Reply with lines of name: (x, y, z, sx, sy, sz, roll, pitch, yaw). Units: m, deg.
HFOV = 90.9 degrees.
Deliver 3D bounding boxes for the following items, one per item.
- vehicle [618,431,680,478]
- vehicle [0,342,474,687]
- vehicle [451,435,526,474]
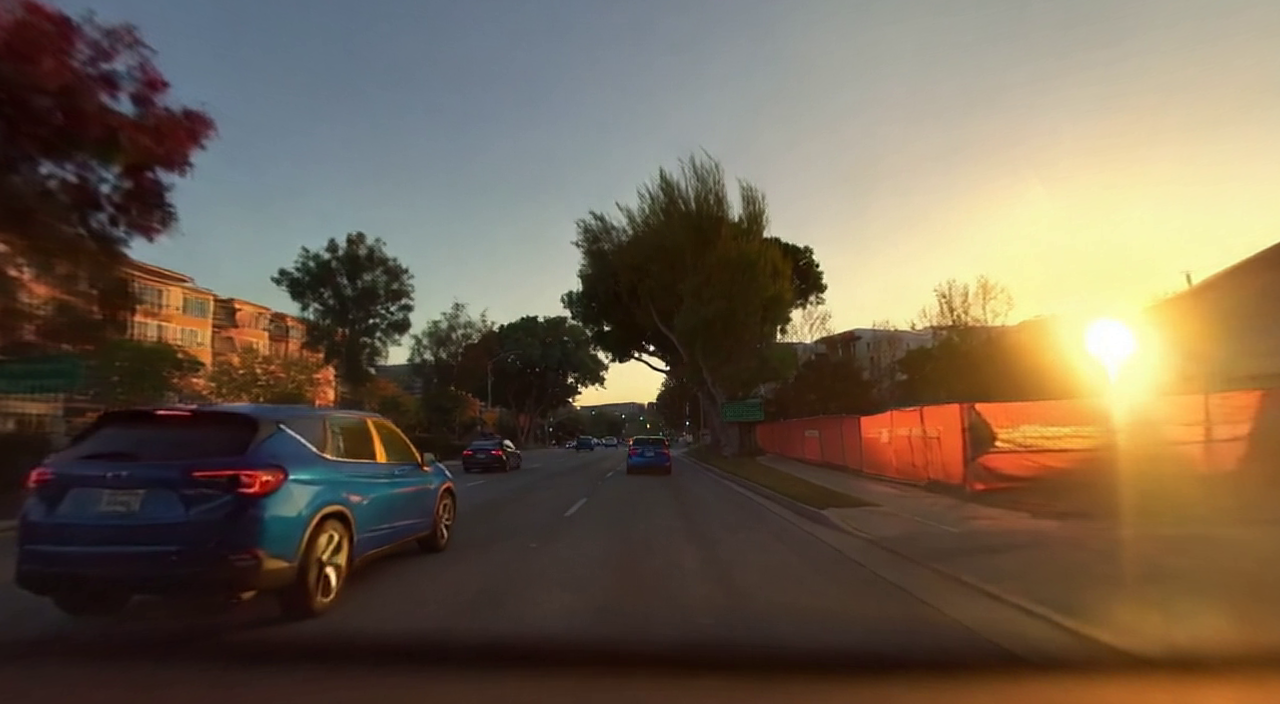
vehicle: (0.322, 3.947, 24.476, 2.227, 1.654, 4.091, 0, -8, 0)
vehicle: (-3.384, 1.210, 5.919, 2.157, 1.824, 4.986, 0, -8, 1)
vehicle: (-6.125, 4.191, 25.988, 1.877, 1.479, 4.430, 0, -8, 2)
